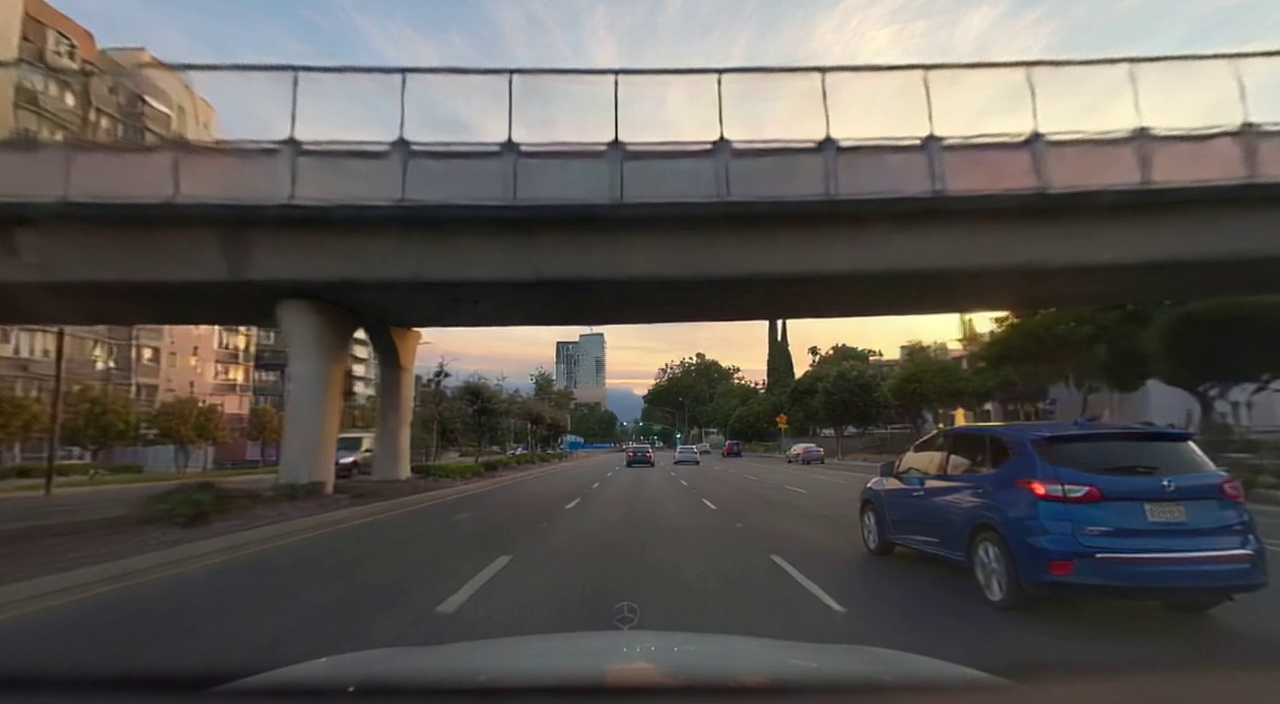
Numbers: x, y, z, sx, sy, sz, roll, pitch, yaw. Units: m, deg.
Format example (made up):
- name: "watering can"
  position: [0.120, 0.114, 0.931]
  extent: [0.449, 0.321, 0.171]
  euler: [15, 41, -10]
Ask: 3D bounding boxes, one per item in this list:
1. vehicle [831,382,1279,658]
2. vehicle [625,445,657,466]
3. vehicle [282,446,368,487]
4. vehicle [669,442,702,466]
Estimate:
- name: "vehicle"
  position: [3.714, 1.407, 6.408]
  extent: [2.130, 1.741, 4.665]
  euler: [0, -8, 1]
- name: "vehicle"
  position: [0.060, 7.572, 46.470]
  extent: [2.173, 1.498, 4.528]
  euler: [0, -8, 0]
- name: "vehicle"
  position: [-14.172, 5.141, 28.665]
  extent: [1.812, 1.511, 4.123]
  euler: [-2, -7, 0]
- name: "vehicle"
  position: [3.442, 7.771, 48.220]
  extent: [2.165, 1.708, 3.928]
  euler: [0, -8, -1]
